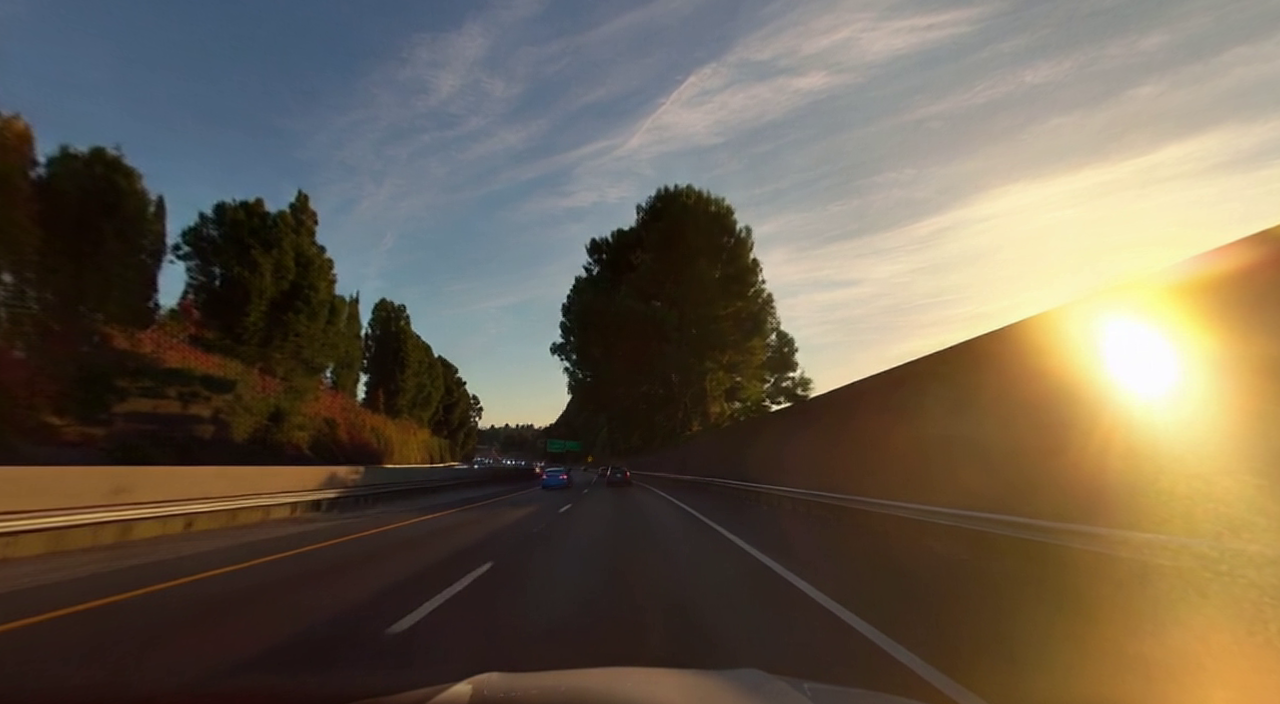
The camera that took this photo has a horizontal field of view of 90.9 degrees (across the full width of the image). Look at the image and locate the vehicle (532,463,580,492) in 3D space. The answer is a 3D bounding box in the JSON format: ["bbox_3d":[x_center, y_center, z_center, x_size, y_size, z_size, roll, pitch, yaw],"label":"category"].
[{"bbox_3d":[-4.797,7.296,36.659,2.310,1.521,4.731,1,-11,-3],"label":"vehicle"}]
